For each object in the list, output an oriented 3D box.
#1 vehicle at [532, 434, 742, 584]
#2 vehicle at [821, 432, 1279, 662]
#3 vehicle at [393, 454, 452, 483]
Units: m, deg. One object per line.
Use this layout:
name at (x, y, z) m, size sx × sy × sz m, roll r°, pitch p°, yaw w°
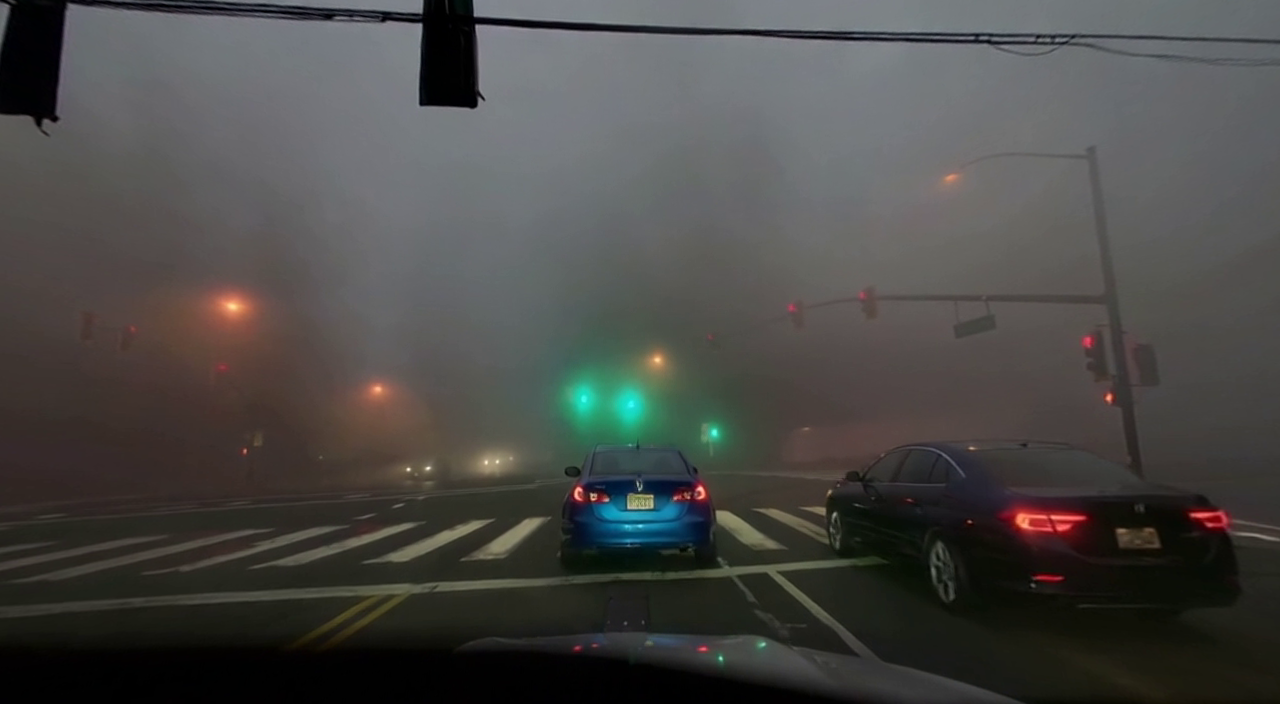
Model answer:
vehicle at (-0.058, 1.875, 8.416) m, size 2.094 × 1.481 × 4.078 m, roll 0°, pitch -8°, yaw -1°
vehicle at (3.351, 1.543, 6.110) m, size 1.860 × 1.430 × 4.089 m, roll 0°, pitch -8°, yaw -2°
vehicle at (-14.611, 7.809, 42.645) m, size 2.126 × 1.782 × 4.880 m, roll 0°, pitch -8°, yaw 1°
